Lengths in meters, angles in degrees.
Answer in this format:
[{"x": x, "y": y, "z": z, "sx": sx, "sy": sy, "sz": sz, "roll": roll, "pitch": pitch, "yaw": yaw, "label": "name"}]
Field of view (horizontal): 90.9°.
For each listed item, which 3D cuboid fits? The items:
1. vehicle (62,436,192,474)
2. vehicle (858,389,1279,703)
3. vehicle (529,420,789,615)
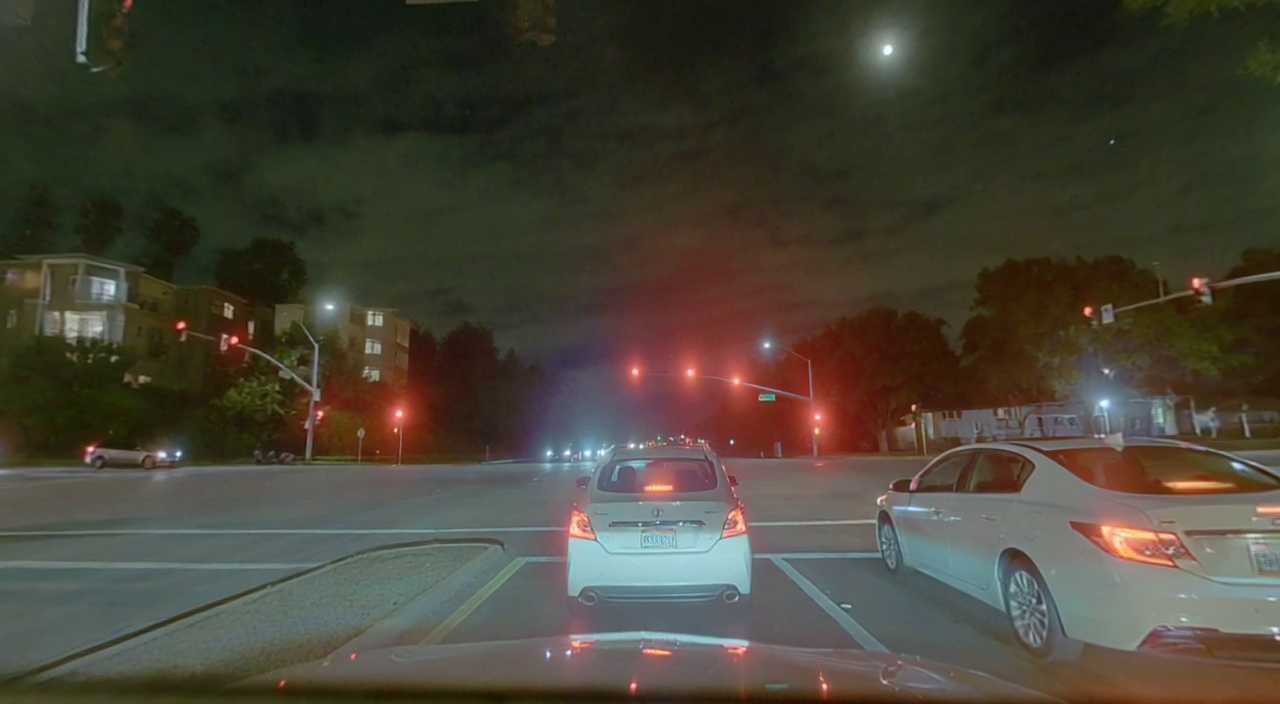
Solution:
[{"x": -24.287, "y": 4.874, "z": 29.995, "sx": 4.450, "sy": 1.684, "sz": 1.894, "roll": 0, "pitch": -8, "yaw": 0, "label": "vehicle"}, {"x": 3.176, "y": 1.125, "z": 3.895, "sx": 1.931, "sy": 1.493, "sz": 4.555, "roll": 0, "pitch": -8, "yaw": -1, "label": "vehicle"}, {"x": 0.103, "y": 1.566, "z": 6.878, "sx": 2.017, "sy": 1.485, "sz": 3.813, "roll": 0, "pitch": -8, "yaw": -1, "label": "vehicle"}]
